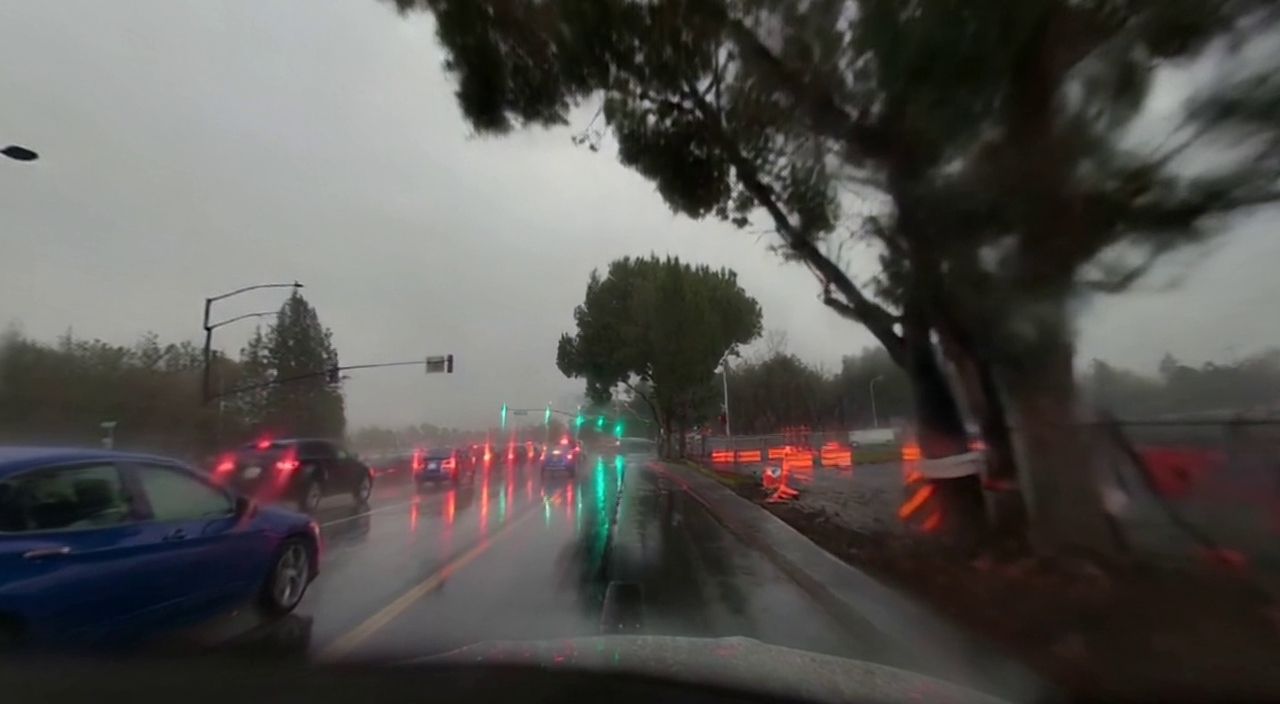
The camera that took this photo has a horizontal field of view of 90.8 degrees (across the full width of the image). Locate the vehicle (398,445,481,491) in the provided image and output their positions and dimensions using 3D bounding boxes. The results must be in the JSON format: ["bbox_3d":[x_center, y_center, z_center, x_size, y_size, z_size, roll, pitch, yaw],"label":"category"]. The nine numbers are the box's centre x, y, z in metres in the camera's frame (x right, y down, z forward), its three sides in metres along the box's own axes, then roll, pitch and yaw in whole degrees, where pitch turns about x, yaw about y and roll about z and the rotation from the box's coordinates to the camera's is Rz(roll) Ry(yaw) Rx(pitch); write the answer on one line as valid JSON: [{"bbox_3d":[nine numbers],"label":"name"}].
[{"bbox_3d":[-7.548,4.384,24.256,1.900,1.507,4.285,-2,-9,-1],"label":"vehicle"}]

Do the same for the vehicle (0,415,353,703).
[{"bbox_3d":[-3.924,1.252,4.010,2.026,1.497,4.577,-2,-9,1],"label":"vehicle"}]

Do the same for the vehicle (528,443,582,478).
[{"bbox_3d":[-3.886,5.020,29.412,2.042,1.441,4.172,-1,-9,-1],"label":"vehicle"}]

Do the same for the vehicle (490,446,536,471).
[{"bbox_3d":[-8.100,6.803,40.651,1.933,1.458,4.544,0,-9,1],"label":"vehicle"}]
